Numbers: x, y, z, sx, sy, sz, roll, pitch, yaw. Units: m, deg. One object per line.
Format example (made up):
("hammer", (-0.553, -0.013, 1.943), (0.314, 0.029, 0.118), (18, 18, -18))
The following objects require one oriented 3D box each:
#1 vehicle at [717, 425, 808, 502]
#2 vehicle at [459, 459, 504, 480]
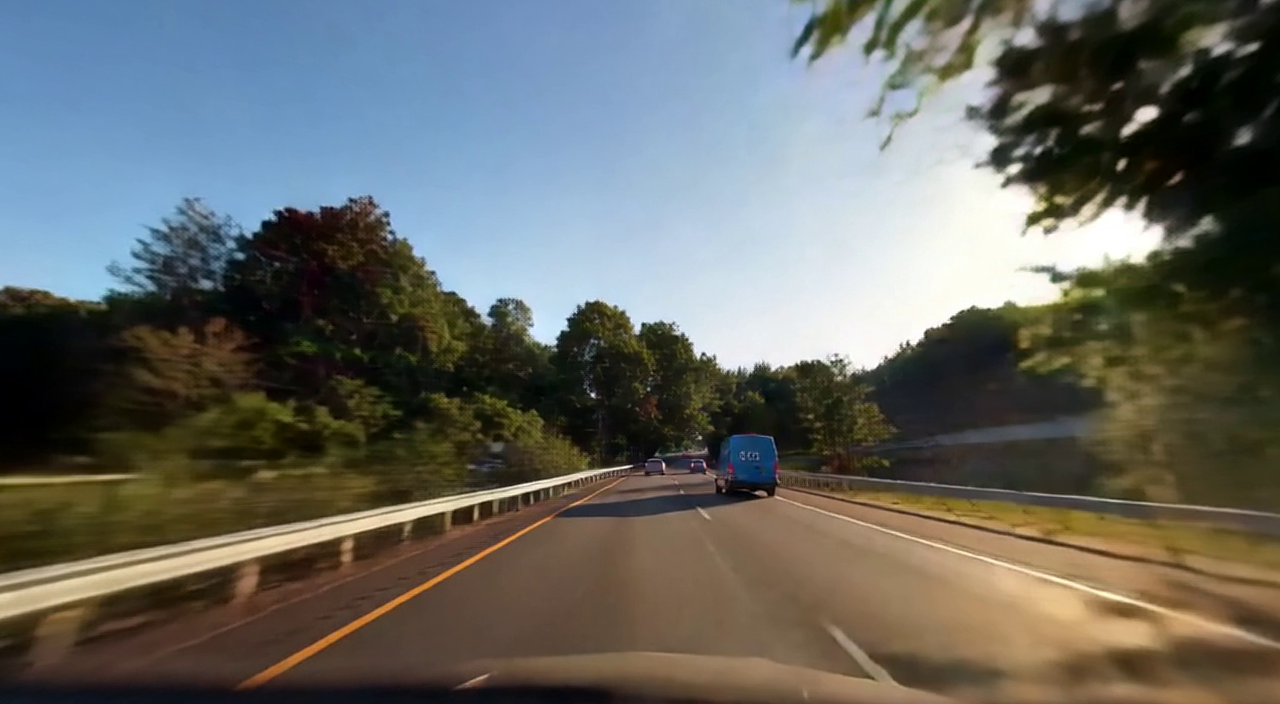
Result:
("vehicle", (4.558, 4.379, 24.649), (2.366, 2.595, 5.793), (0, -11, 0))
("vehicle", (-11.700, 8.715, 46.783), (1.917, 1.465, 4.638), (0, -11, 2))
